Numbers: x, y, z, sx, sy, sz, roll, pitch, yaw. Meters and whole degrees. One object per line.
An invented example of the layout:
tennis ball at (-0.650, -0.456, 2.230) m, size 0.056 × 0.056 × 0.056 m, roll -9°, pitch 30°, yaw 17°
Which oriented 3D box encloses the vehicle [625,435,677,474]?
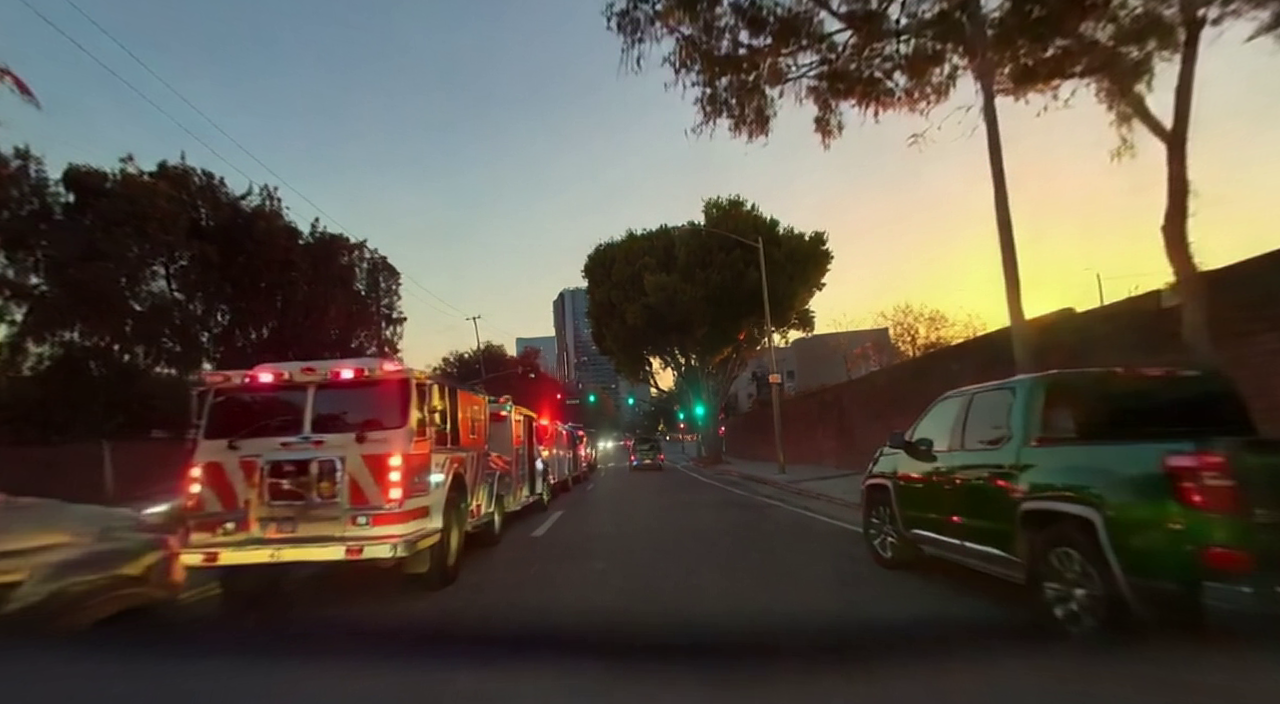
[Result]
vehicle at (0.456, 5.213, 32.335) m, size 2.332 × 1.831 × 4.930 m, roll 0°, pitch -8°, yaw -2°

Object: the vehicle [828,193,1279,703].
vehicle at (4.073, 0.887, 5.185) m, size 3.411 × 2.429 × 5.271 m, roll 0°, pitch -8°, yaw 0°

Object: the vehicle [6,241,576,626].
vehicle at (-3.239, 1.281, 9.837) m, size 3.644 × 3.138 × 9.346 m, roll 0°, pitch -8°, yaw -1°
